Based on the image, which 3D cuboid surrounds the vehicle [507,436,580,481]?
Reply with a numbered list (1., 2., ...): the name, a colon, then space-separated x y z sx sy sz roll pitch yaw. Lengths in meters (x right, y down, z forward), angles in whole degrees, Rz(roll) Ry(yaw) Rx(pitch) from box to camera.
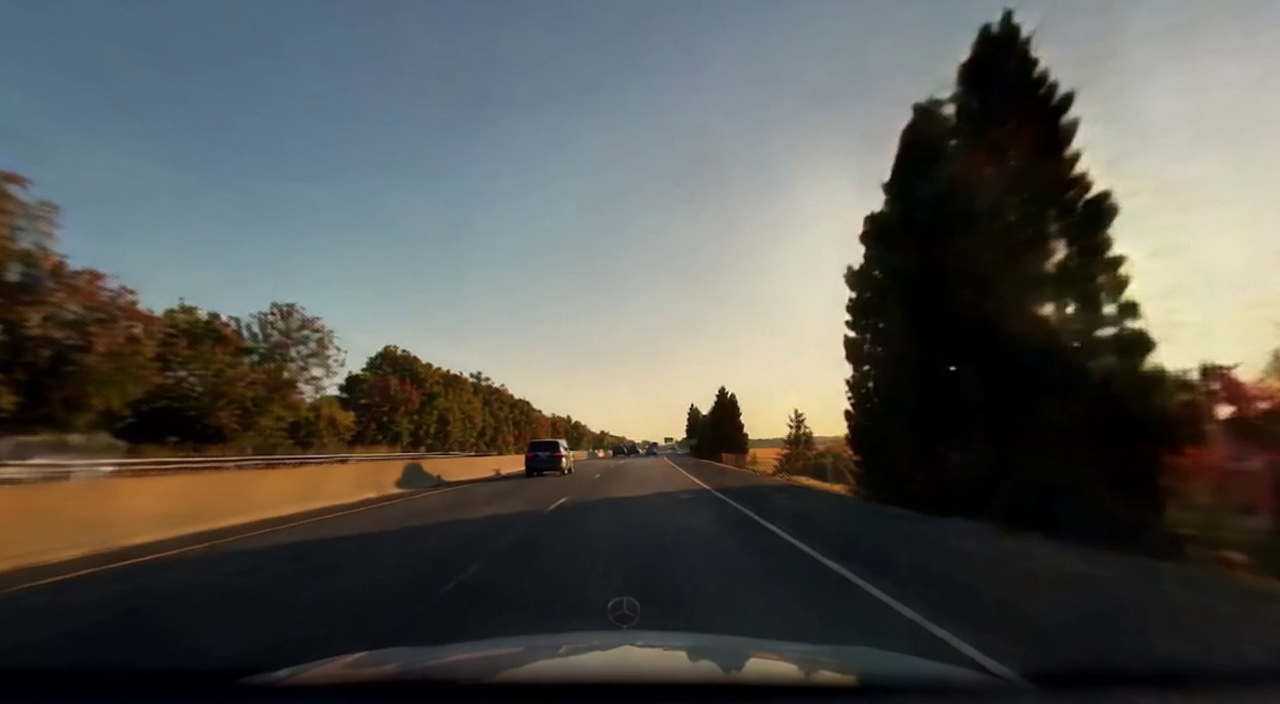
1. vehicle: -3.834 4.336 25.970 2.188 1.692 4.623 0 -9 1
